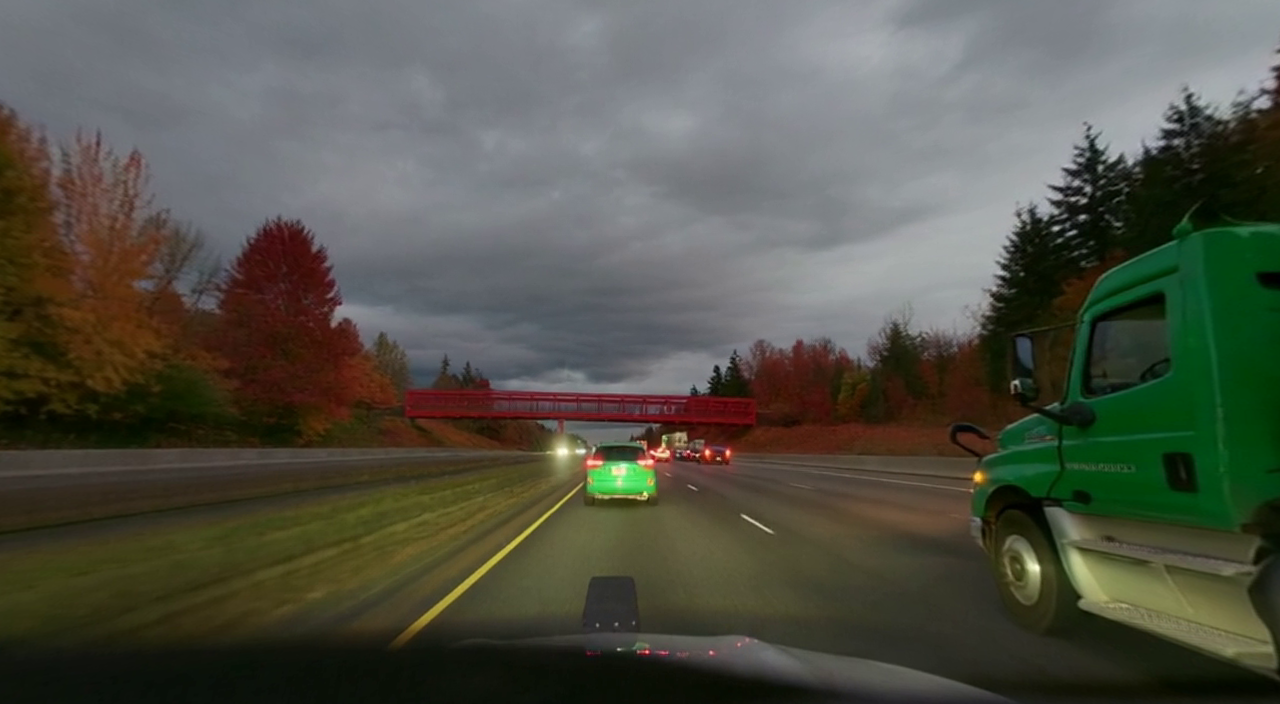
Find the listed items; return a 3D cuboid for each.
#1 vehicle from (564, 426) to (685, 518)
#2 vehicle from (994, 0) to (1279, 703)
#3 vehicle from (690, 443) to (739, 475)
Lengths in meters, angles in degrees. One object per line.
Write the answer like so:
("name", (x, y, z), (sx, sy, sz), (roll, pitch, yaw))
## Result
("vehicle", (-0.312, 2.556, 13.807), (2.259, 1.699, 4.015), (0, -9, 0))
("vehicle", (4.333, -0.548, 0.246), (2.992, 3.920, 8.831), (0, -9, -1))
("vehicle", (3.765, 5.447, 32.170), (1.894, 1.487, 3.751), (0, -9, -2))
